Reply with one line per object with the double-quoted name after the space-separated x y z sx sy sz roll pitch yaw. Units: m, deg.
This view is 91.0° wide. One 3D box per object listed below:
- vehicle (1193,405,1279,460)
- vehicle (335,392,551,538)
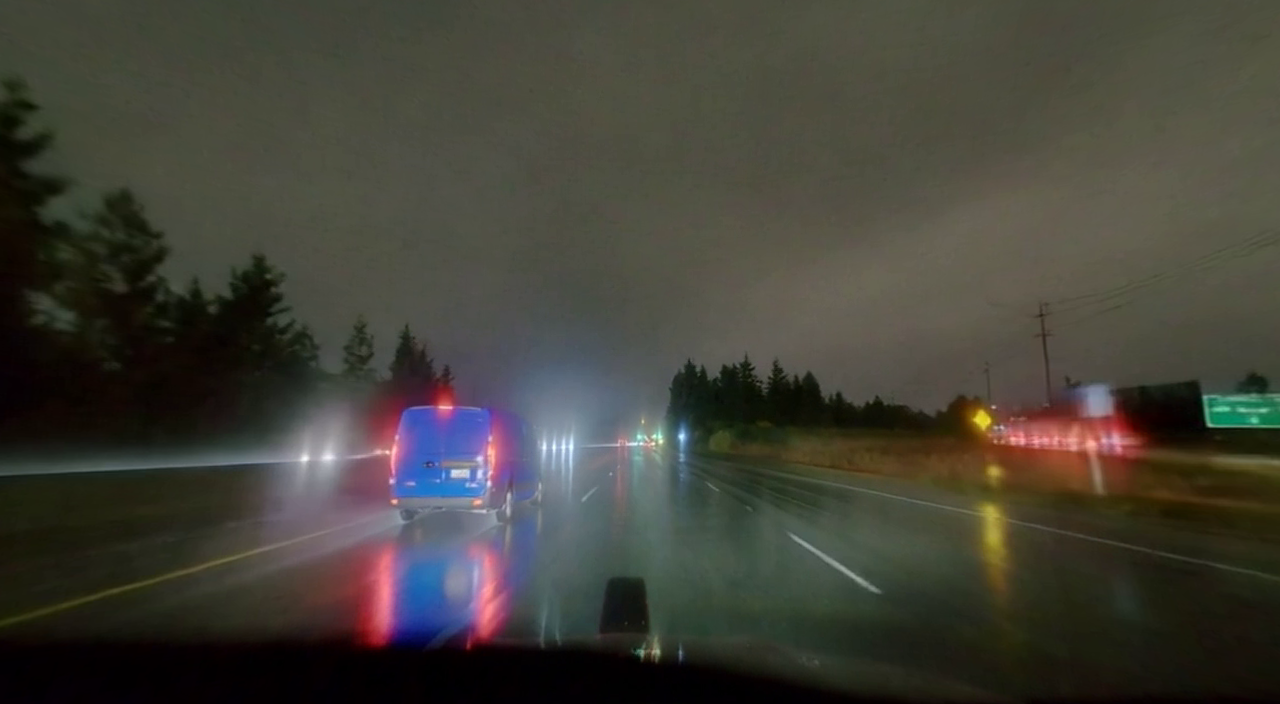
33.816 4.506 35.001 2.207 2.820 5.493 -3 -9 16 "vehicle"
-3.067 1.901 11.112 2.281 2.025 4.586 0 -8 1 "vehicle"
